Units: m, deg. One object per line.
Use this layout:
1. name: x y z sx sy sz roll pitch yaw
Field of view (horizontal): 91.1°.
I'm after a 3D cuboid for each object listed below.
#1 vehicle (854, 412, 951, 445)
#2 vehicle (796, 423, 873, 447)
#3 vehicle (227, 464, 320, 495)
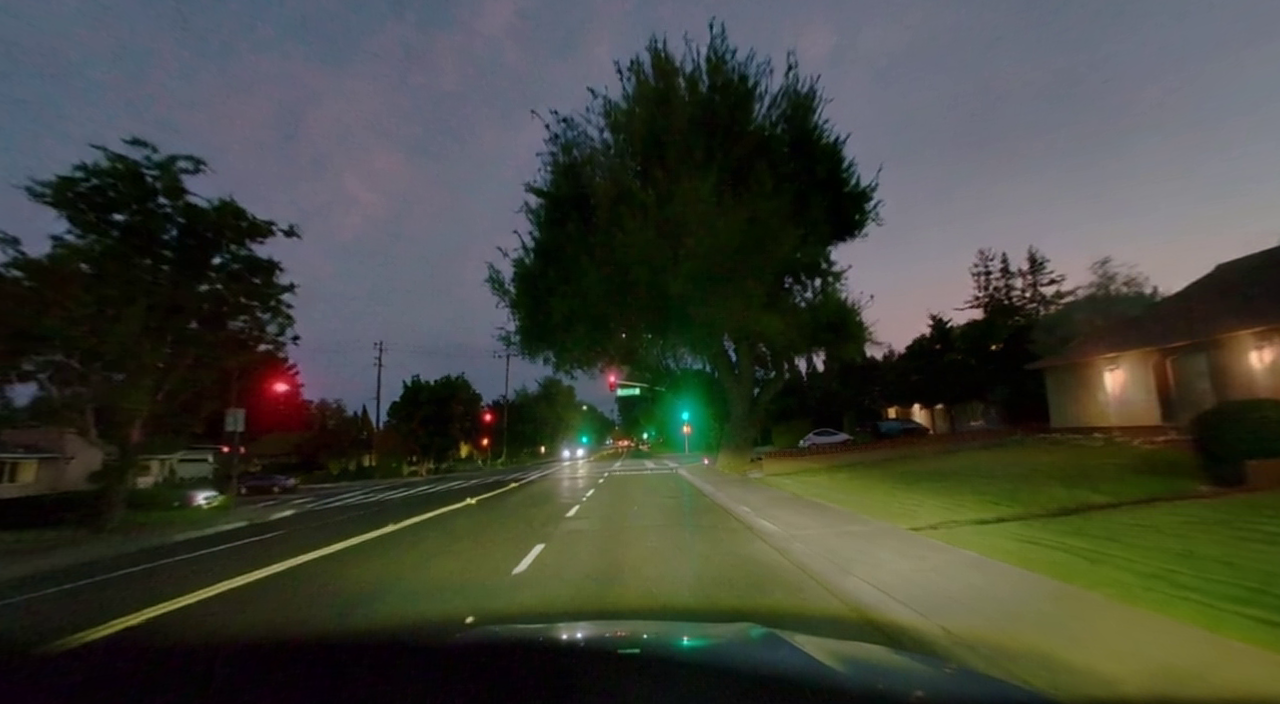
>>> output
1. vehicle: 14.143 4.158 34.023 4.319 1.700 2.034 0 -8 0
2. vehicle: 13.165 5.655 42.722 4.580 1.534 1.919 0 -8 -1
3. vehicle: -24.603 8.528 42.239 4.933 1.792 2.133 0 -8 4
